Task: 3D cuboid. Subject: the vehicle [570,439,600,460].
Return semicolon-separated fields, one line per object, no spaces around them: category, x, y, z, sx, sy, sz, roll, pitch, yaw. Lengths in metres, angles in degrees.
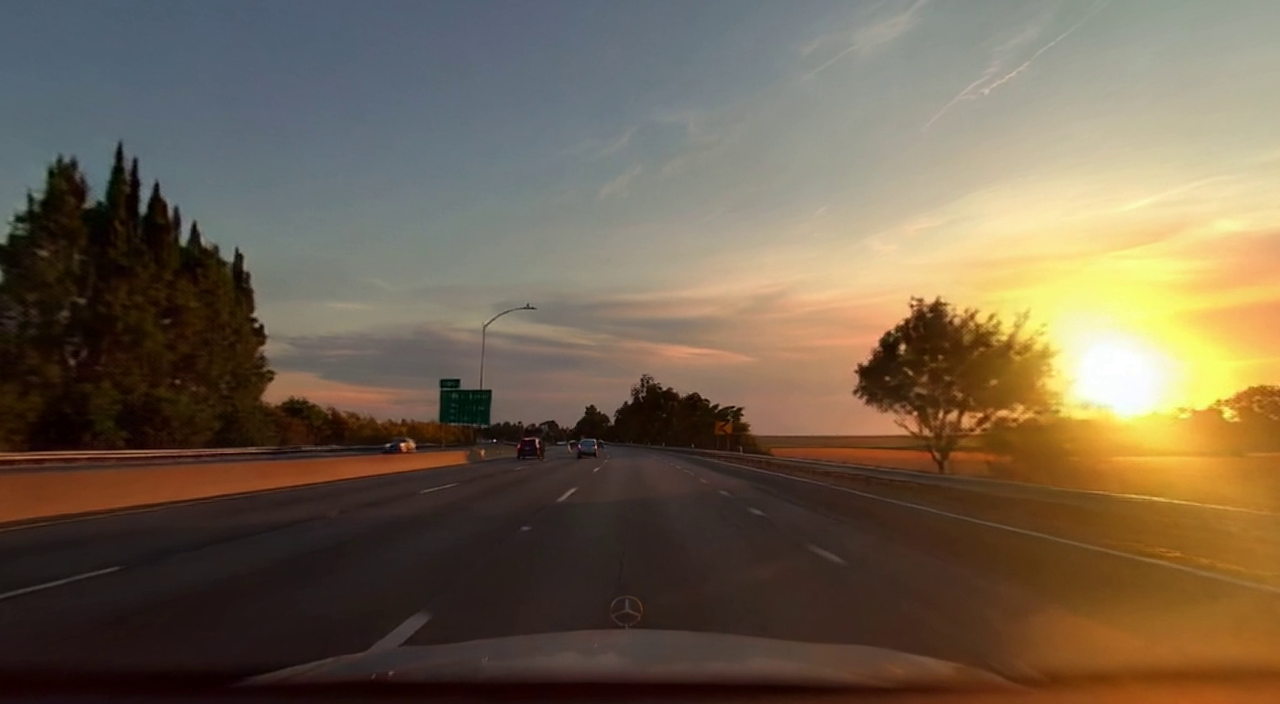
vehicle;-4.208;7.563;48.640;2.075;1.516;4.212;0;-8;-1

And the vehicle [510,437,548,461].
vehicle;-8.037;7.053;45.790;2.080;1.632;4.332;0;-8;-1
